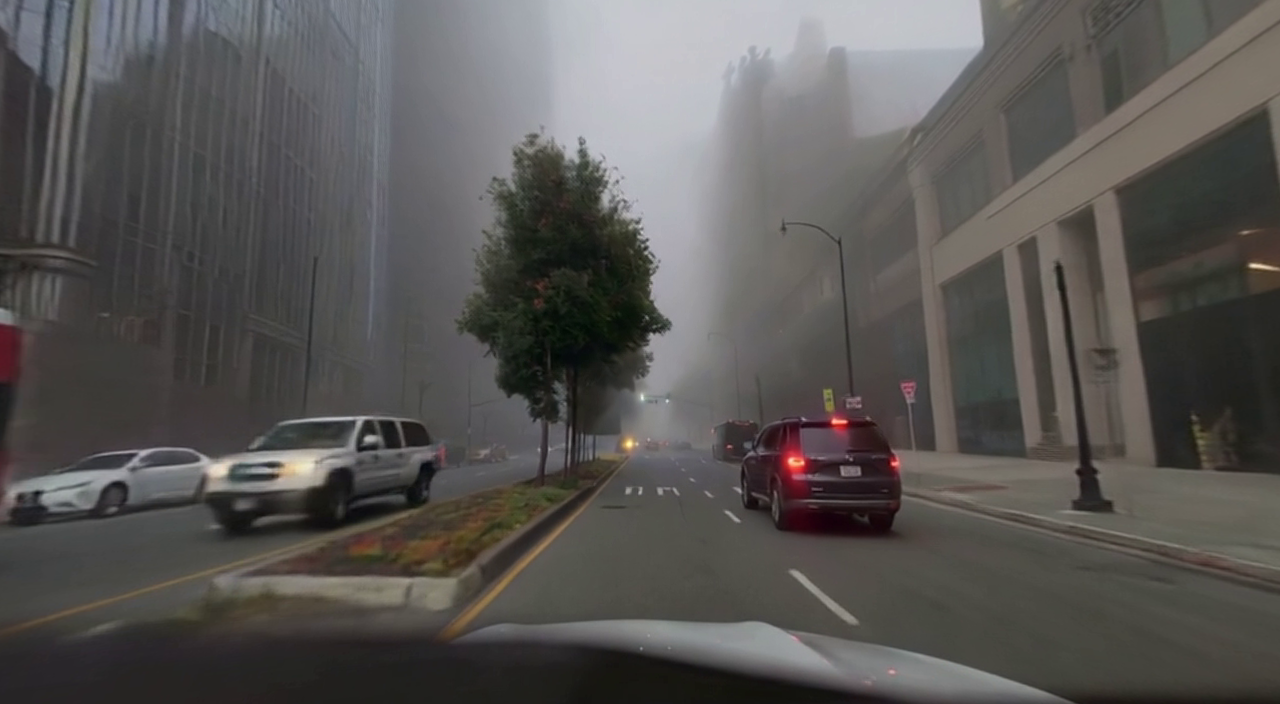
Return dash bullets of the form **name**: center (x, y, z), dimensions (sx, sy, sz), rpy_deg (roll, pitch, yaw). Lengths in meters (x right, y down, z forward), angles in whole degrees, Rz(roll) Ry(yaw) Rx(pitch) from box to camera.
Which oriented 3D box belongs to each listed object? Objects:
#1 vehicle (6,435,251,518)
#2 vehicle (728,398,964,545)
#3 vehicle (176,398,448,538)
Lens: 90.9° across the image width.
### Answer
- **vehicle**: center (-12.304, 2.986, 15.773), dimensions (1.871, 1.721, 4.973), rpy_deg (0, -8, 1)
- **vehicle**: center (2.981, 1.900, 10.730), dimensions (2.118, 1.848, 5.426), rpy_deg (0, -8, -1)
- **vehicle**: center (-5.198, 1.926, 11.060), dimensions (2.030, 1.881, 4.994), rpy_deg (0, -8, 0)
